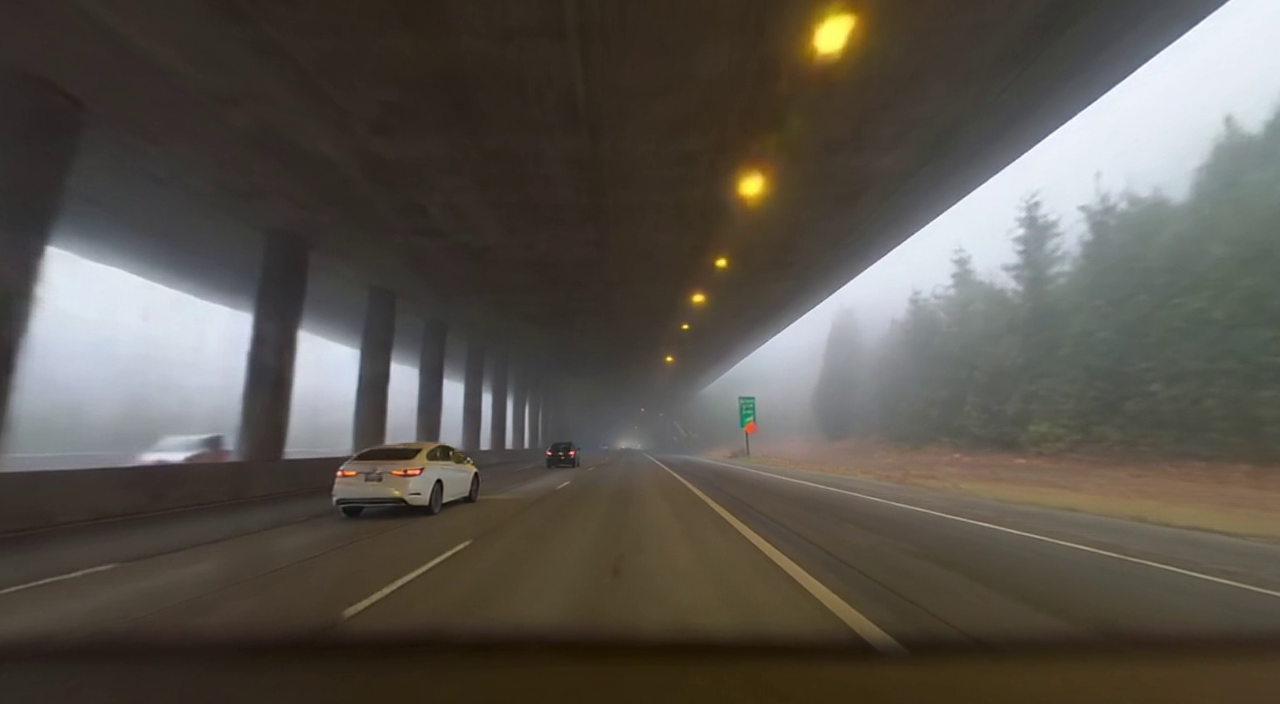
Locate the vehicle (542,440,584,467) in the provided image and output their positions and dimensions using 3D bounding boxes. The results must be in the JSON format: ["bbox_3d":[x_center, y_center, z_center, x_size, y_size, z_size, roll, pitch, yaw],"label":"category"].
[{"bbox_3d":[-4.425,5.903,36.761,1.973,1.474,4.199,0,-8,-1],"label":"vehicle"}]

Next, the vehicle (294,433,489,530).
[{"bbox_3d":[-4.256,2.262,11.648,1.885,1.424,4.230,0,-8,0],"label":"vehicle"}]

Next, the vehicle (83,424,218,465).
[{"bbox_3d":[-19.594,3.752,25.505,1.836,1.488,4.513,0,-8,0],"label":"vehicle"}]
